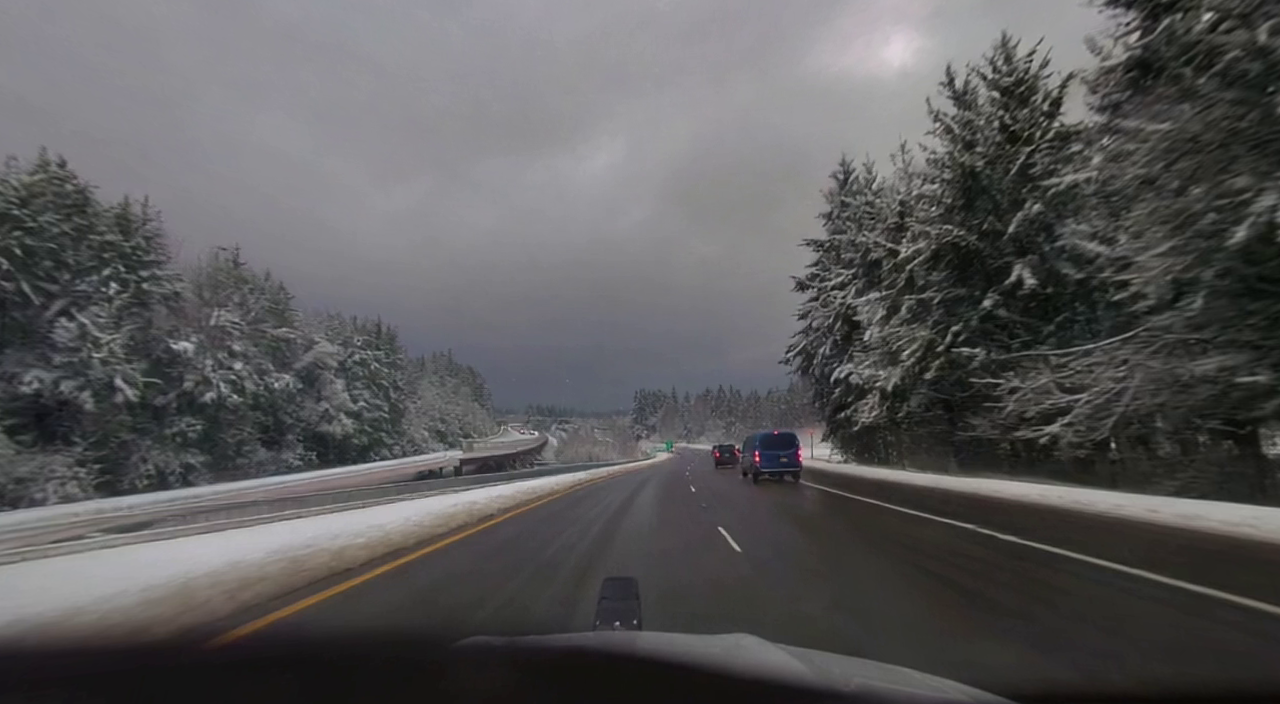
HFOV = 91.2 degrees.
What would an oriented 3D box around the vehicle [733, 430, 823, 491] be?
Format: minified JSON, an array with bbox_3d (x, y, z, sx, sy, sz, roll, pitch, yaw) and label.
[{"bbox_3d":[4.848,3.915,22.848,2.205,1.923,4.956,-1,-9,1],"label":"vehicle"}]
